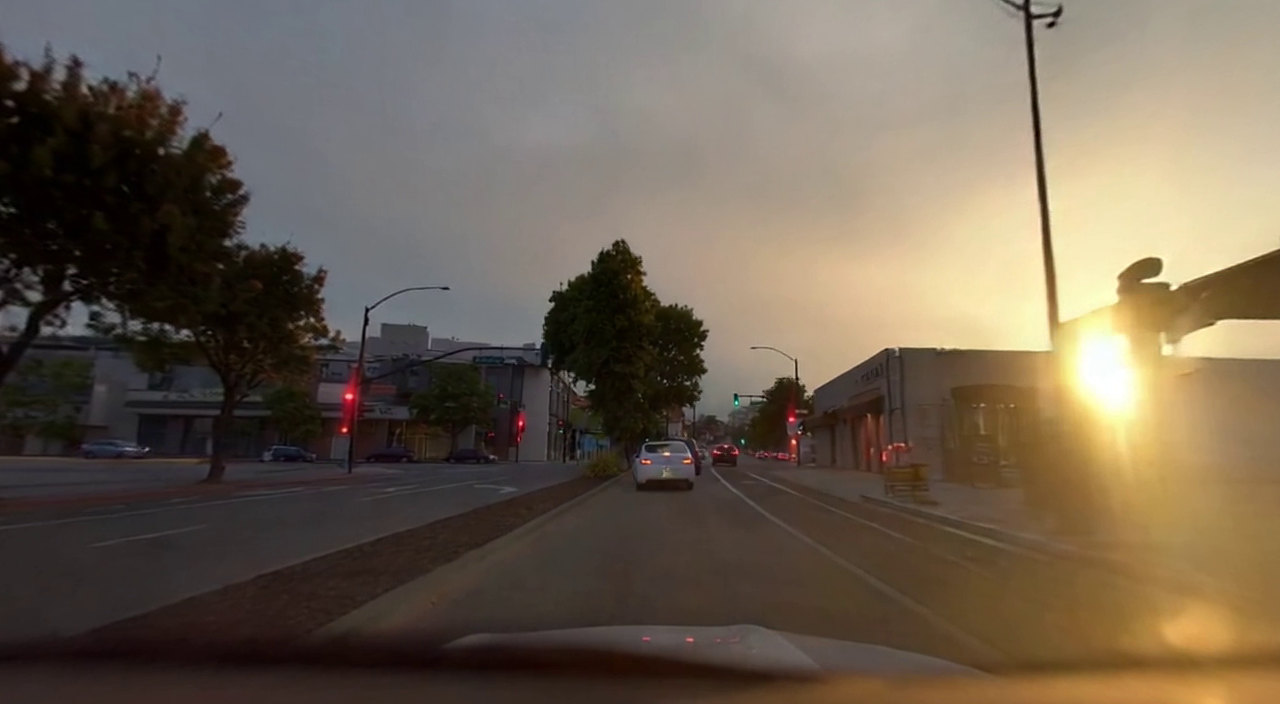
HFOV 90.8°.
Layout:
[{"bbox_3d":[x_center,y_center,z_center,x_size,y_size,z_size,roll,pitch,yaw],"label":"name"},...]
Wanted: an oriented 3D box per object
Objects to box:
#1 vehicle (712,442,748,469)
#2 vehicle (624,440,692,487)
[{"bbox_3d":[6.404,7.414,45.546,2.092,1.851,4.913,0,-8,2],"label":"vehicle"},{"bbox_3d":[0.732,3.904,22.512,2.173,1.479,4.264,-1,-8,4],"label":"vehicle"}]
